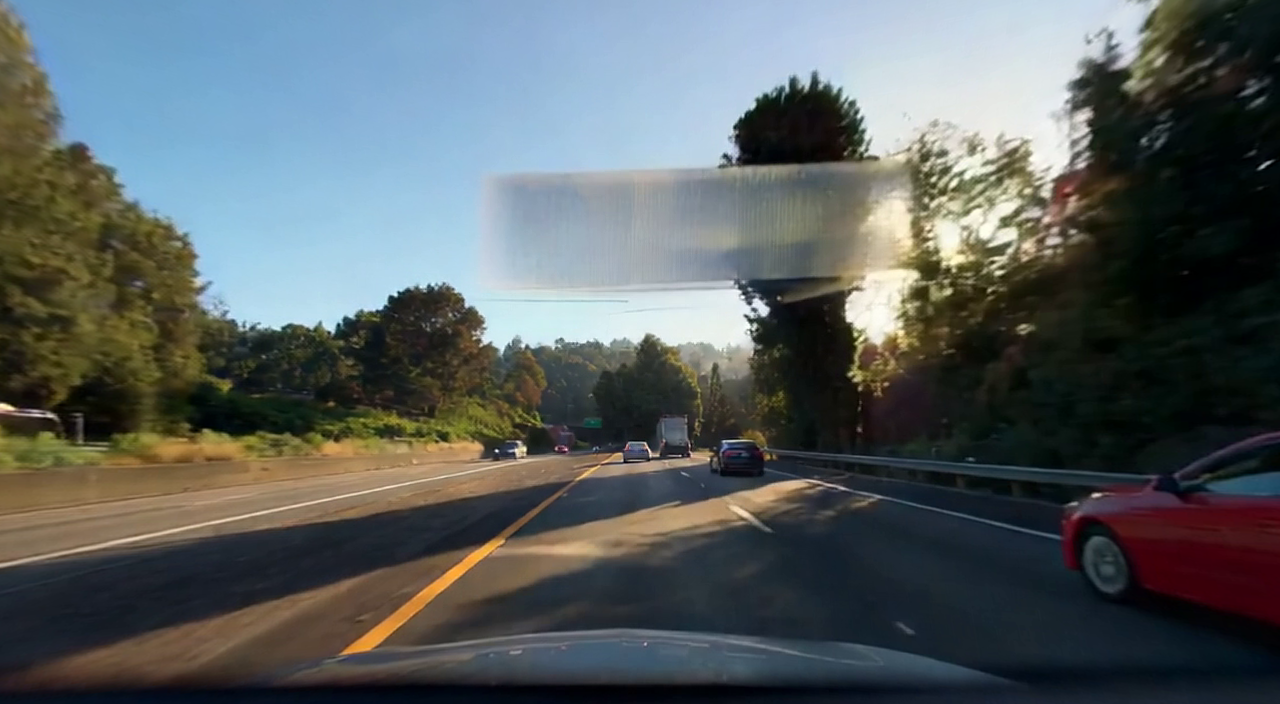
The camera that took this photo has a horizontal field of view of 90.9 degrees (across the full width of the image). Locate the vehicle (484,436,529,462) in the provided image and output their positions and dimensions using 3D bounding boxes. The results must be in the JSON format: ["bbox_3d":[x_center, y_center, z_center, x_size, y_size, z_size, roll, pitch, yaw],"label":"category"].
[{"bbox_3d":[-9.569,6.914,45.453,2.213,1.760,4.705,0,-8,0],"label":"vehicle"}]

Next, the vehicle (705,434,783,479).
[{"bbox_3d":[3.729,3.821,23.505,2.004,1.469,4.472,0,-8,-2],"label":"vehicle"}]

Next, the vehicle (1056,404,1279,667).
[{"bbox_3d":[4.787,1.037,3.436,2.066,1.526,4.216,0,-8,-1],"label":"vehicle"}]

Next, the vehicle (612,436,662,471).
[{"bbox_3d":[-0.157,4.567,28.759,2.143,1.466,3.693,0,-8,-1],"label":"vehicle"}]
